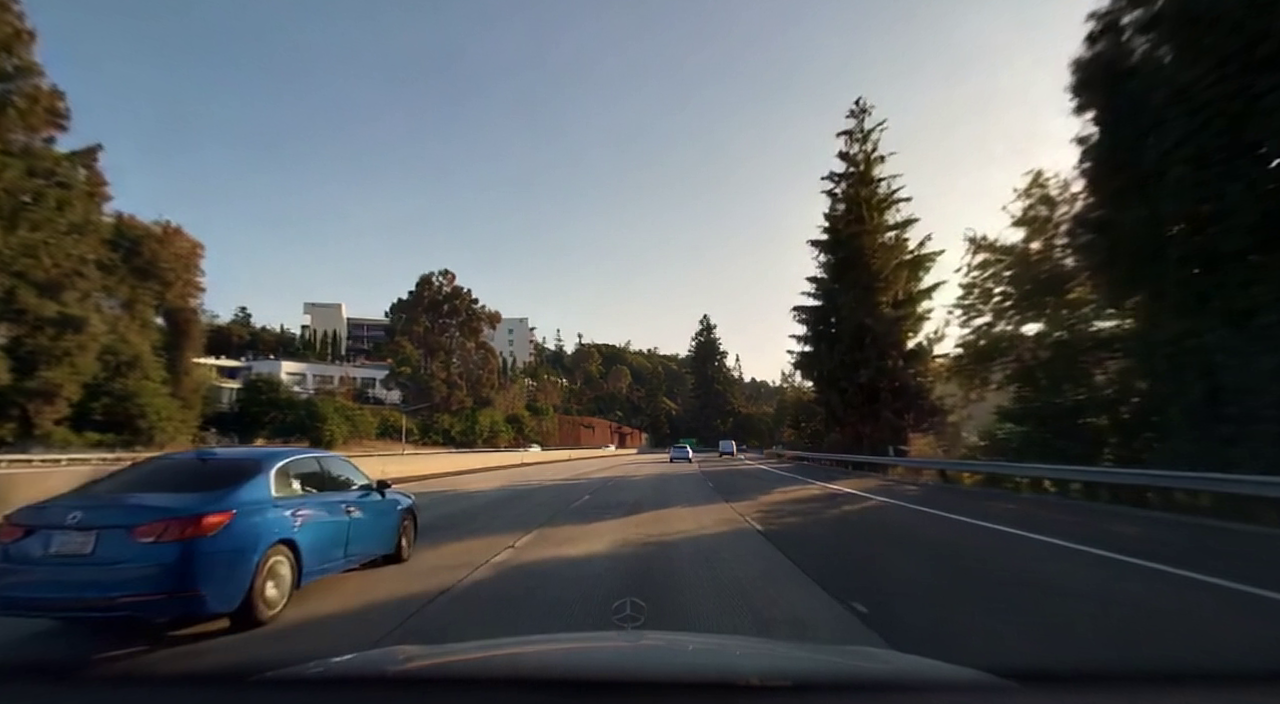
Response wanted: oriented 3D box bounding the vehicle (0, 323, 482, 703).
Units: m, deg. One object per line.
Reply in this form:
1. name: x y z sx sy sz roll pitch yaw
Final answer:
1. vehicle: -3.032 1.142 5.051 2.185 1.823 4.854 0 -9 1

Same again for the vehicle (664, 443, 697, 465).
1. vehicle: 2.861 7.198 44.435 2.158 1.458 3.656 -1 -9 4
